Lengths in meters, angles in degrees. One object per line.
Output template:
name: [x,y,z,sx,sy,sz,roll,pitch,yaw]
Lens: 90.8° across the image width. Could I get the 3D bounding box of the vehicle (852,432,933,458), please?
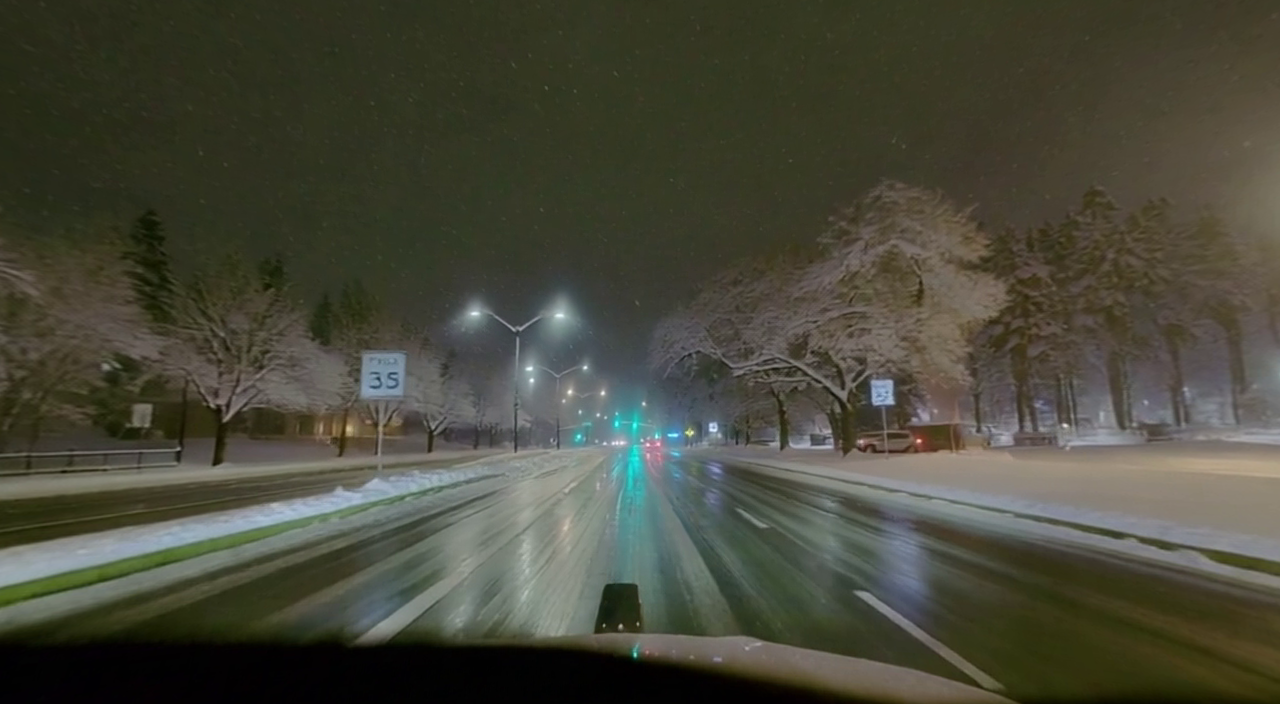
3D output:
vehicle: [16.977,6.261,42.575,4.530,1.640,2.074,0,-8,-2]
